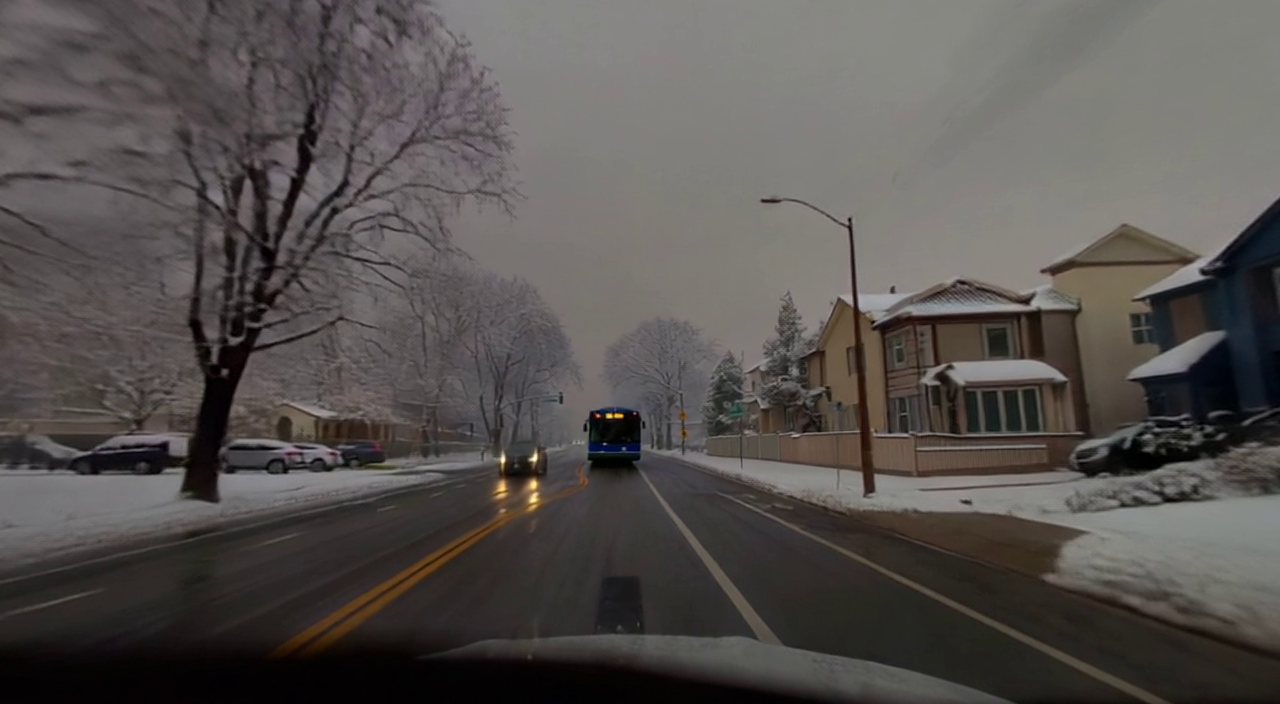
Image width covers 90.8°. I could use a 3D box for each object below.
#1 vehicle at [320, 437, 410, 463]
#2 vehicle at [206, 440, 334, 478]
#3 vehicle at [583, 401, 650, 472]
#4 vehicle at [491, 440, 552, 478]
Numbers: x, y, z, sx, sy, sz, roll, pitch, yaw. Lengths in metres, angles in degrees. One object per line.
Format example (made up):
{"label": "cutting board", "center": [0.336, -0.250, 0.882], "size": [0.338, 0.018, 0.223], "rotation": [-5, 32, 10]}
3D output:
{"label": "vehicle", "center": [-17.279, 6.215, 39.903], "size": [4.778, 1.565, 1.919], "rotation": [0, -11, -2]}
{"label": "vehicle", "center": [-16.352, 4.738, 28.111], "size": [4.481, 1.591, 1.807], "rotation": [0, -8, -3]}
{"label": "vehicle", "center": [-1.164, 4.946, 36.724], "size": [3.031, 3.200, 13.052], "rotation": [3, -8, 0]}
{"label": "vehicle", "center": [-4.974, 4.544, 27.041], "size": [1.925, 1.489, 4.235], "rotation": [0, -8, -2]}
